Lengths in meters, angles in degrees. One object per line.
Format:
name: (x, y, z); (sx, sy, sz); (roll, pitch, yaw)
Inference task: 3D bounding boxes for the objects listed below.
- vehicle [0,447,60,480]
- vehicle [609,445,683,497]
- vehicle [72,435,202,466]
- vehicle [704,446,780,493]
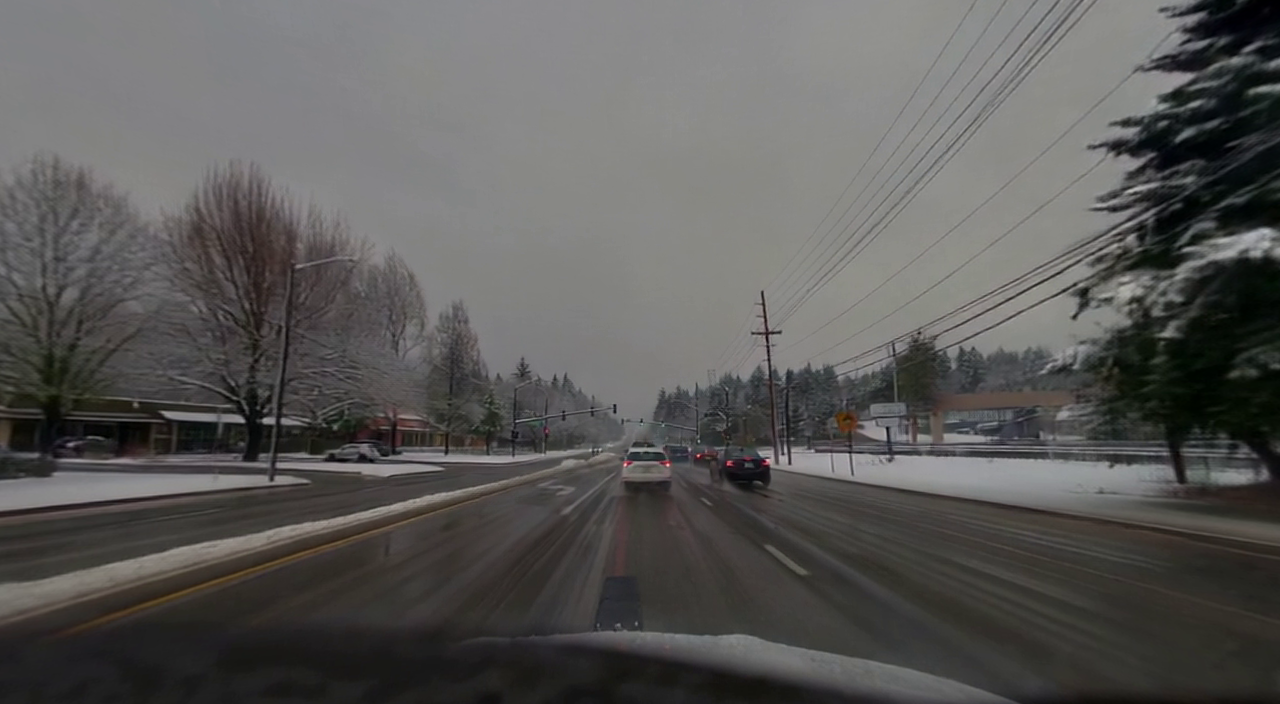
vehicle: (-30.225, 5.379, 30.634); (1.939, 1.459, 3.953); (5, -10, -29)
vehicle: (0.125, 3.717, 20.157); (2.144, 1.473, 4.028); (0, -8, -1)
vehicle: (-34.575, 6.784, 43.499); (6.282, 2.011, 3.033); (0, -8, -3)
vehicle: (3.472, 4.073, 22.228); (1.985, 1.489, 4.036); (0, -8, -1)
